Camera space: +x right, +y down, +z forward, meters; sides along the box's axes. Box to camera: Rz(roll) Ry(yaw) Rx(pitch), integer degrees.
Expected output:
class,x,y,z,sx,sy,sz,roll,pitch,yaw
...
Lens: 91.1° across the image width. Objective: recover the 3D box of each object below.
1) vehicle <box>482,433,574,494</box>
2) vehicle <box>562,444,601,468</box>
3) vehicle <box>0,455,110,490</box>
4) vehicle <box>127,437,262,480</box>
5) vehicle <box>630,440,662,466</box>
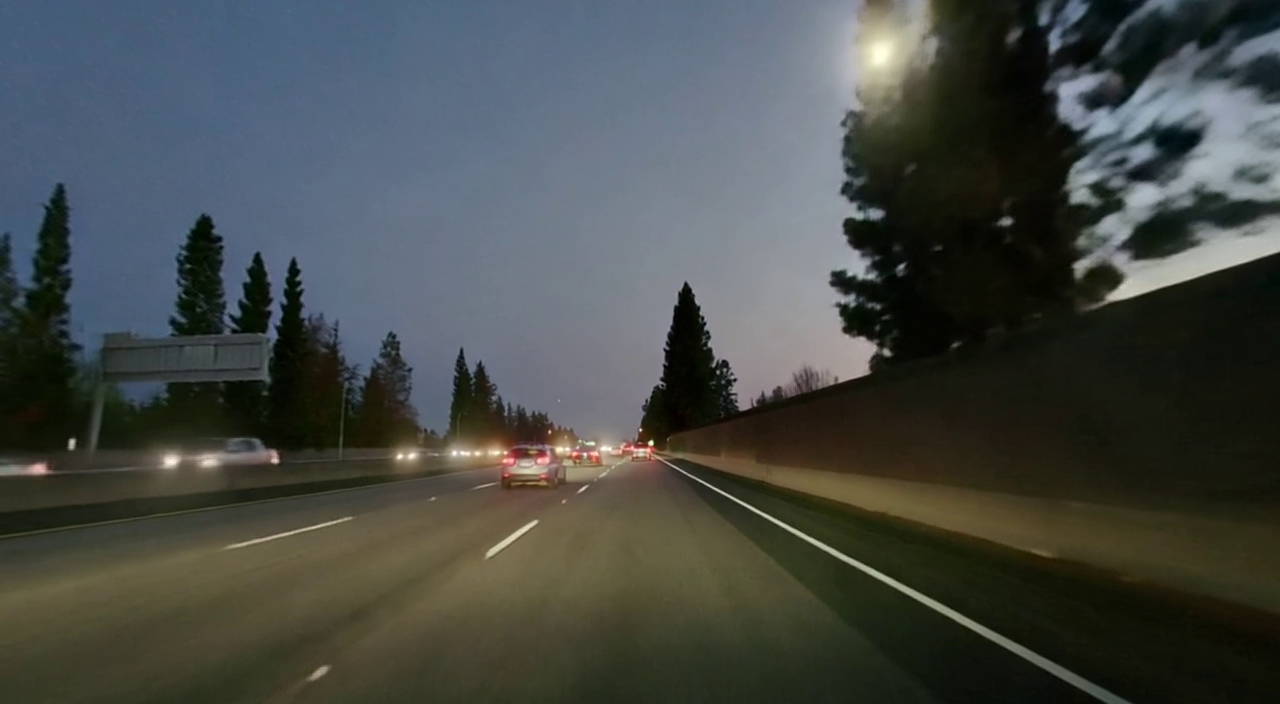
class,x,y,z,sx,sy,sz,roll,pitch,yaw
vehicle,-3.342,3.425,19.638,2.056,1.679,4.204,0,-8,1
vehicle,-3.717,6.691,40.491,2.055,1.431,3.921,0,-8,0
vehicle,-28.906,5.796,30.616,1.822,1.471,4.808,0,-8,2
vehicle,-21.274,5.083,30.420,2.269,1.861,5.777,0,-8,1
vehicle,0.407,7.405,46.321,2.285,1.797,4.478,0,-8,0
